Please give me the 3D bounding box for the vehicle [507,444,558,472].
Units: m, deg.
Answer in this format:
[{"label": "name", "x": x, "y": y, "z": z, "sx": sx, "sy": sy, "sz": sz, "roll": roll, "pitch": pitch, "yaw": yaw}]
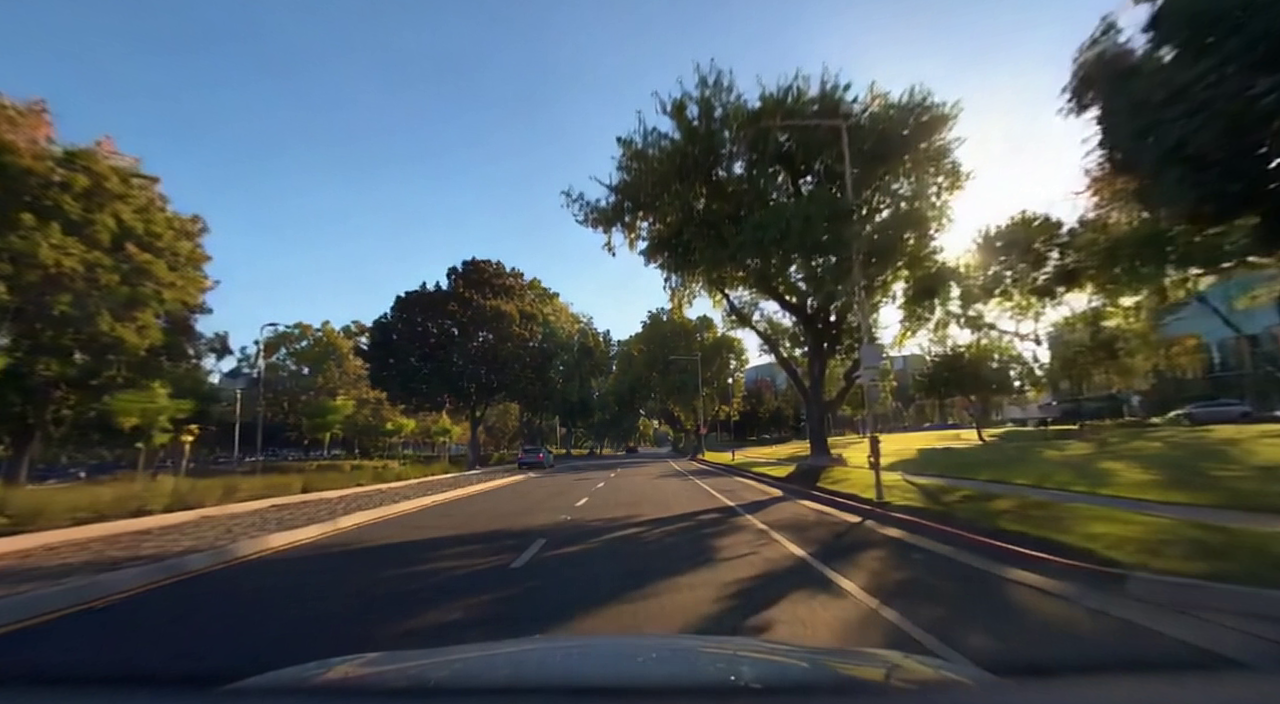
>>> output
[{"label": "vehicle", "x": -5.939, "y": 5.911, "z": 35.499, "sx": 1.945, "sy": 1.461, "sz": 4.605, "roll": -1, "pitch": -8, "yaw": 2}]
